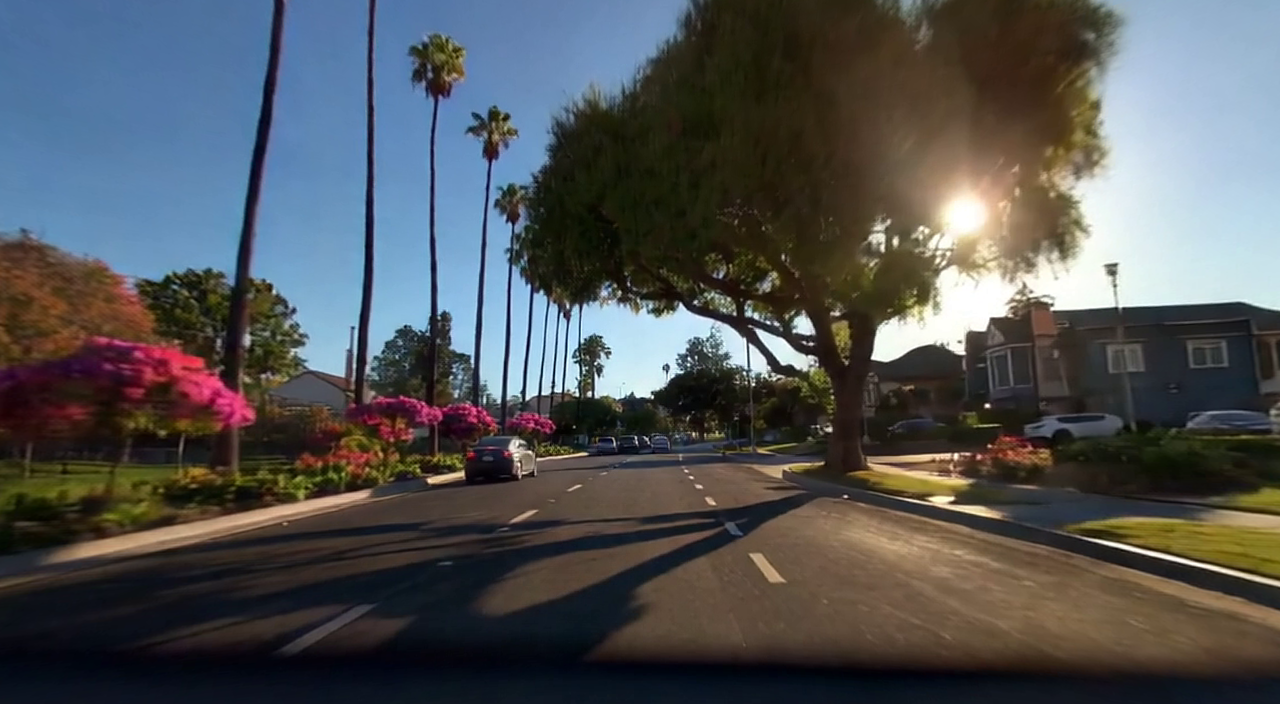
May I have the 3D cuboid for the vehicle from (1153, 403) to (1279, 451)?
[{"bbox_3d":[21.459,2.692,22.420,4.366,1.617,2.096,0,-8,0],"label":"vehicle"}]

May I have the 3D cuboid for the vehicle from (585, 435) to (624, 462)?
[{"bbox_3d":[-2.437,6.860,44.740,2.188,1.819,4.667,-1,-8,4],"label":"vehicle"}]

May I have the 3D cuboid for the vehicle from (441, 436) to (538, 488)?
[{"bbox_3d":[-4.625,3.444,20.020,2.036,1.478,4.508,0,-8,-1],"label":"vehicle"}]
